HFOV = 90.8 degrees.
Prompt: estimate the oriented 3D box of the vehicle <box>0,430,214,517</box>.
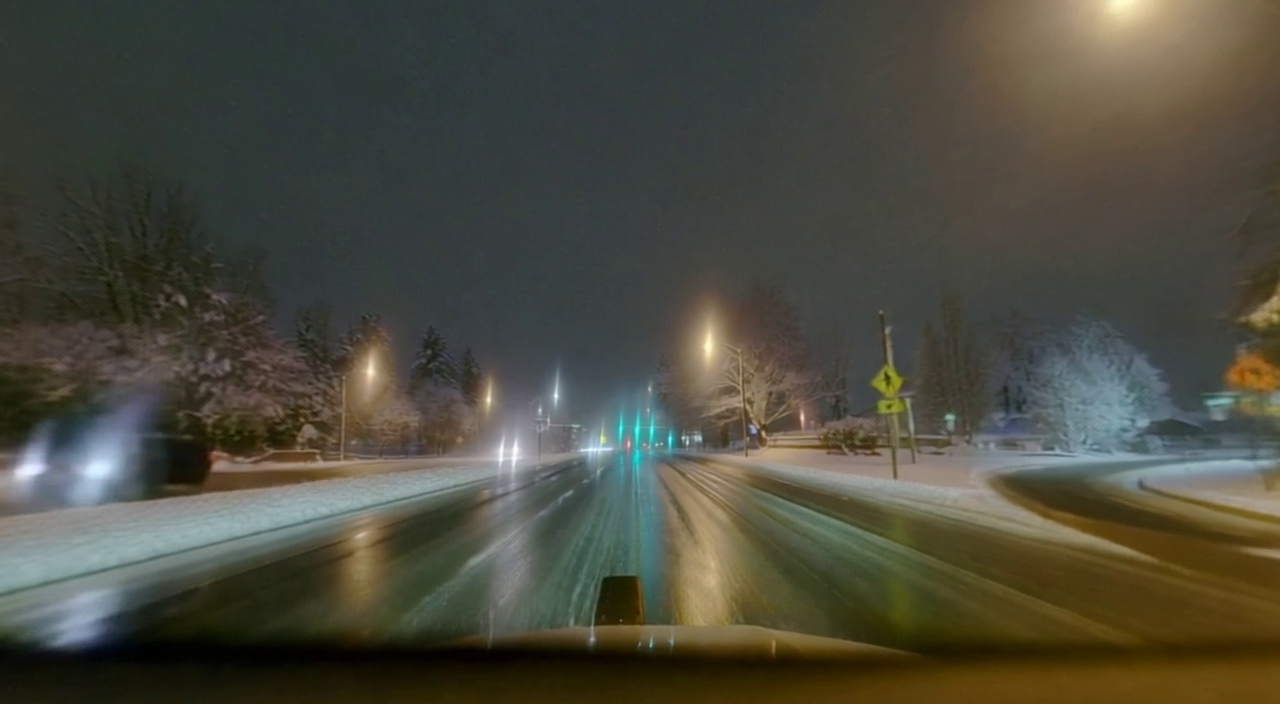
[{"bbox_3d":[-13.106,2.806,15.212,2.156,1.728,4.968,0,-8,1],"label":"vehicle"}]
